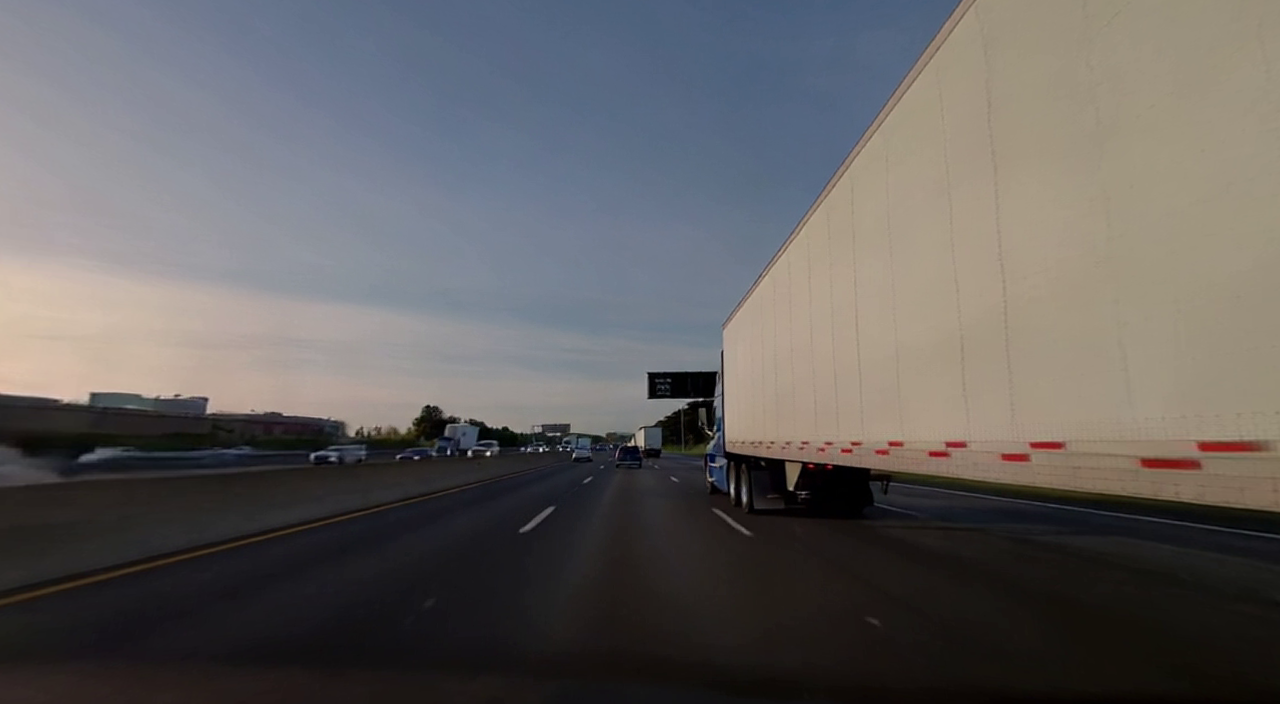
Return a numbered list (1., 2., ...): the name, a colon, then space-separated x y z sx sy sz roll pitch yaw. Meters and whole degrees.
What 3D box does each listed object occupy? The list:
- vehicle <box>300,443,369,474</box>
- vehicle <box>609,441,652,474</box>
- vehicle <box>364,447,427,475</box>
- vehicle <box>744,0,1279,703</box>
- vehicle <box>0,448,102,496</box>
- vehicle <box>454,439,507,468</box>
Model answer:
1. vehicle: -17.633 6.166 36.747 1.906 1.685 4.278 0 -9 -1
2. vehicle: -0.538 5.676 34.143 2.191 1.685 4.015 0 -9 -1
3. vehicle: -13.804 6.161 35.965 1.921 1.498 4.299 0 -9 -1
4. vehicle: 3.423 -0.199 3.080 2.996 4.123 15.965 0 -9 -1
5. vehicle: -20.798 3.941 20.977 1.916 1.494 4.497 0 -9 -1
6. vehicle: -10.006 6.414 39.940 2.153 1.681 4.705 0 -9 -1
